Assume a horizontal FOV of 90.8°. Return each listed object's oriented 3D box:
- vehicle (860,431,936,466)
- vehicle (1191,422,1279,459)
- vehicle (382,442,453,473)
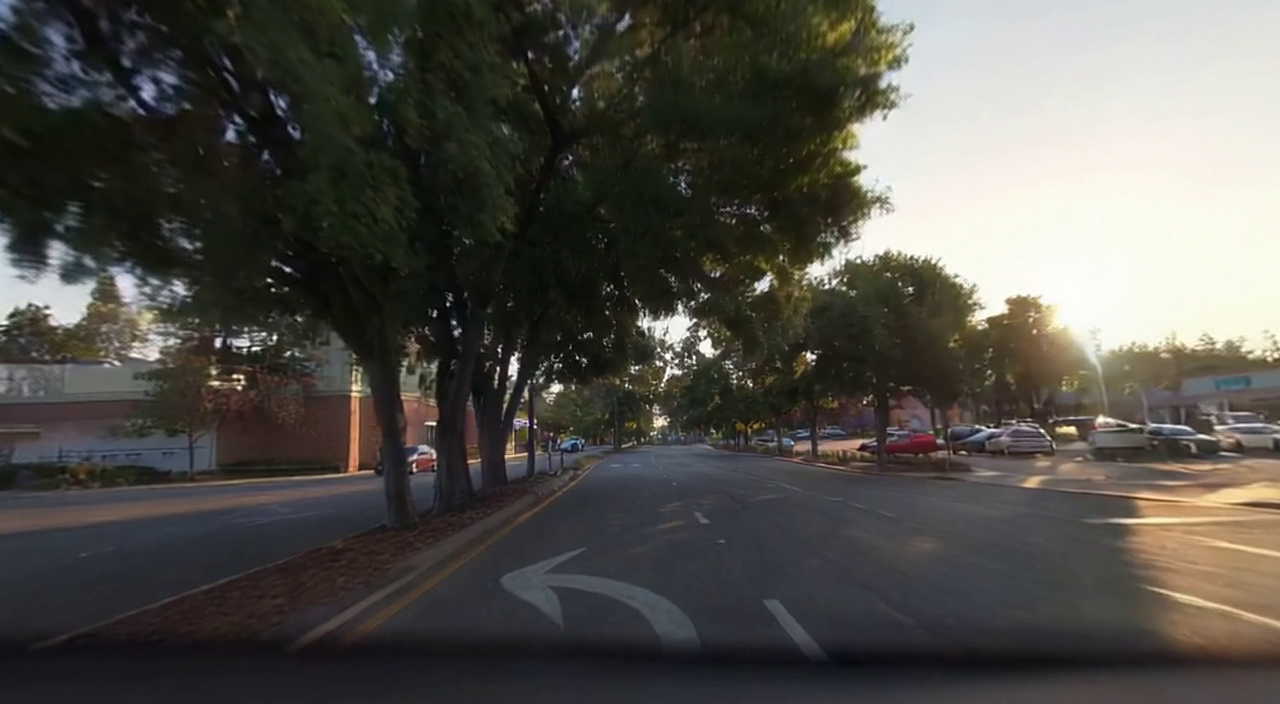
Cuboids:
[{"bbox_3d":[13.639,5.137,33.715,1.987,1.694,4.523,0,-8,-1],"label":"vehicle"},{"bbox_3d":[26.543,3.797,27.039,1.836,1.497,4.419,0,-8,0],"label":"vehicle"},{"bbox_3d":[-11.787,5.635,33.906,1.997,1.516,4.790,0,-8,1],"label":"vehicle"}]
